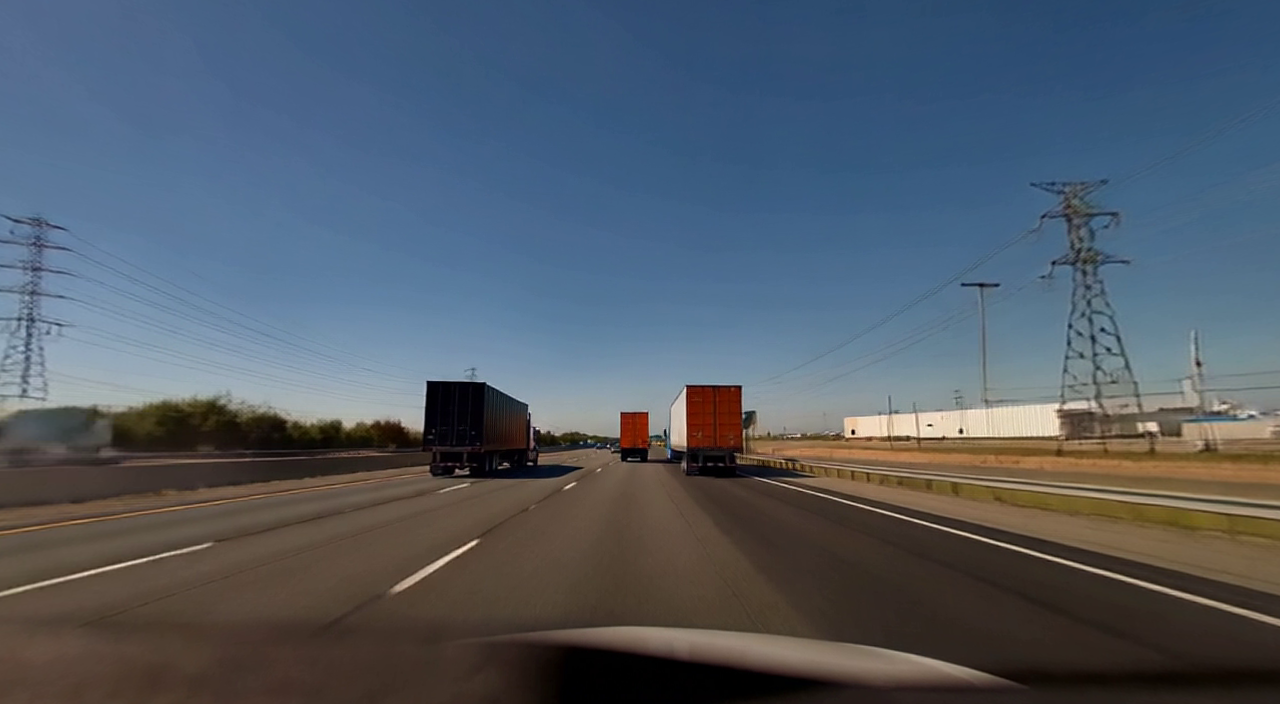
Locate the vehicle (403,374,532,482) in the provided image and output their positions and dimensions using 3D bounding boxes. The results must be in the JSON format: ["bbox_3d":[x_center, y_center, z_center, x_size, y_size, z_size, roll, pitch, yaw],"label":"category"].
[{"bbox_3d":[-7.357,3.640,29.190,2.937,3.981,11.119,-1,-9,-1],"label":"vehicle"}]
